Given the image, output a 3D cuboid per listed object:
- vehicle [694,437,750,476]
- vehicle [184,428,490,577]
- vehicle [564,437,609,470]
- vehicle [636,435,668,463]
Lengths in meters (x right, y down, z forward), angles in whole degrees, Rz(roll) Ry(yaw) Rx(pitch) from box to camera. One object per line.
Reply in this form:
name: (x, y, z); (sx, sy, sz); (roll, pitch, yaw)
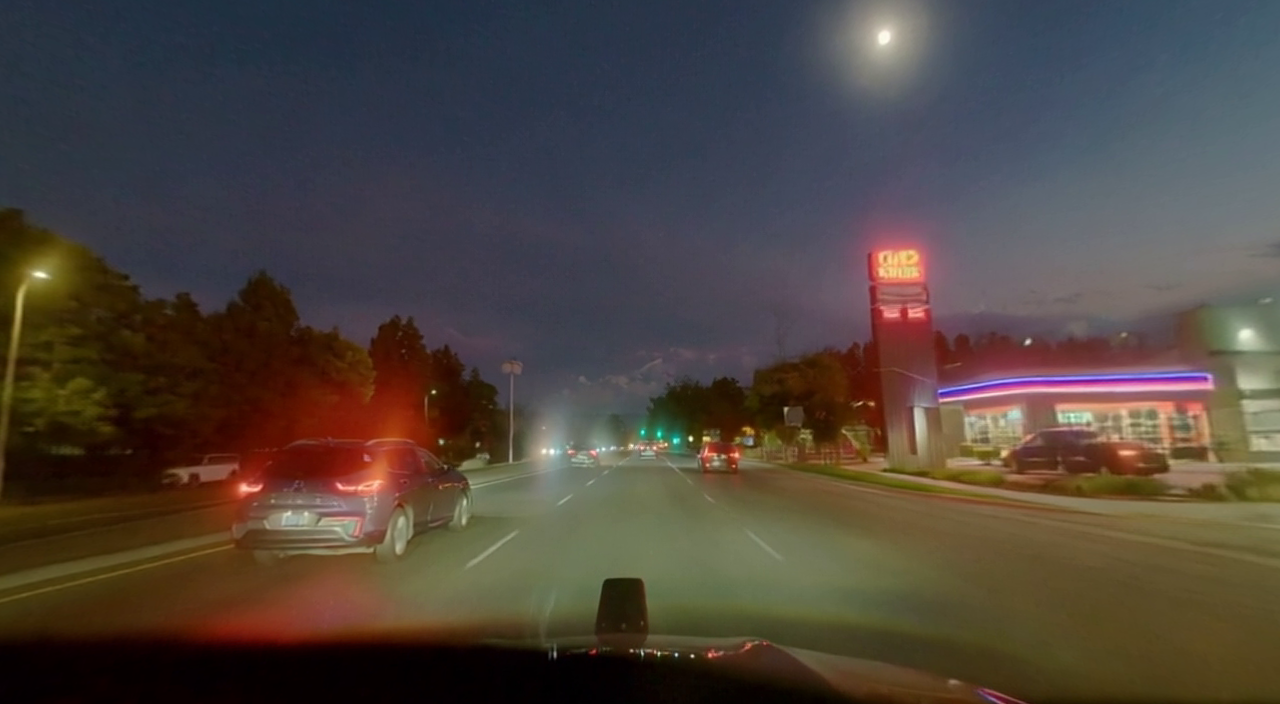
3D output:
vehicle: (3.523, 4.564, 27.704); (1.922, 1.579, 3.642); (0, -8, -1)
vehicle: (-3.586, 1.836, 8.574); (1.908, 1.481, 4.351); (0, -8, 1)
vehicle: (-2.857, 5.562, 34.738); (2.026, 1.665, 4.193); (0, -8, 1)
vehicle: (0.865, 6.917, 45.017); (2.193, 1.873, 4.033); (0, -8, 1)
